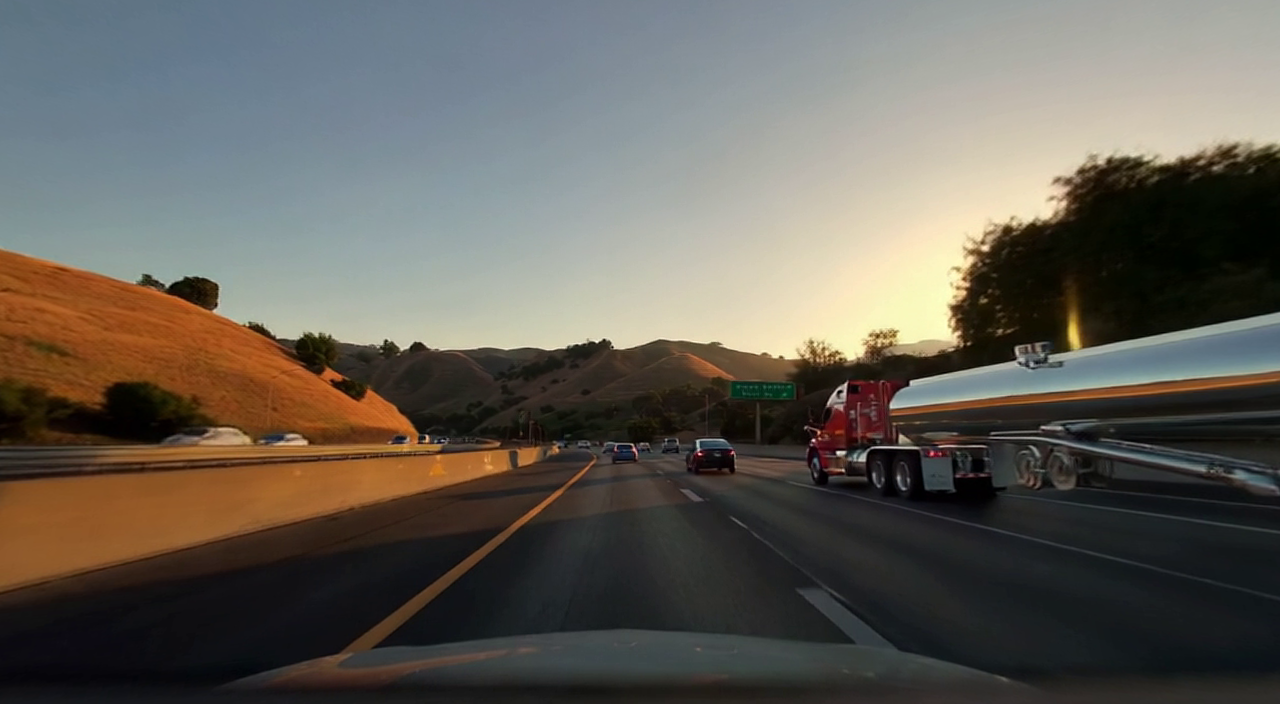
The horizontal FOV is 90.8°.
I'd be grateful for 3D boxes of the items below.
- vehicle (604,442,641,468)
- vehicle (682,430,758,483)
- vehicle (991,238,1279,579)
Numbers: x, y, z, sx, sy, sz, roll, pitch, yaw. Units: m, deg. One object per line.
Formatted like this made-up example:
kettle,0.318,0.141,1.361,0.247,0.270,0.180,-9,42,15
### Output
vehicle,-1.088,6.100,37.529,2.083,1.477,3.965,0,-9,-3
vehicle,2.871,3.902,23.846,2.098,1.794,4.561,0,-9,-2
vehicle,7.499,0.502,5.813,2.805,3.212,9.978,0,-9,0
